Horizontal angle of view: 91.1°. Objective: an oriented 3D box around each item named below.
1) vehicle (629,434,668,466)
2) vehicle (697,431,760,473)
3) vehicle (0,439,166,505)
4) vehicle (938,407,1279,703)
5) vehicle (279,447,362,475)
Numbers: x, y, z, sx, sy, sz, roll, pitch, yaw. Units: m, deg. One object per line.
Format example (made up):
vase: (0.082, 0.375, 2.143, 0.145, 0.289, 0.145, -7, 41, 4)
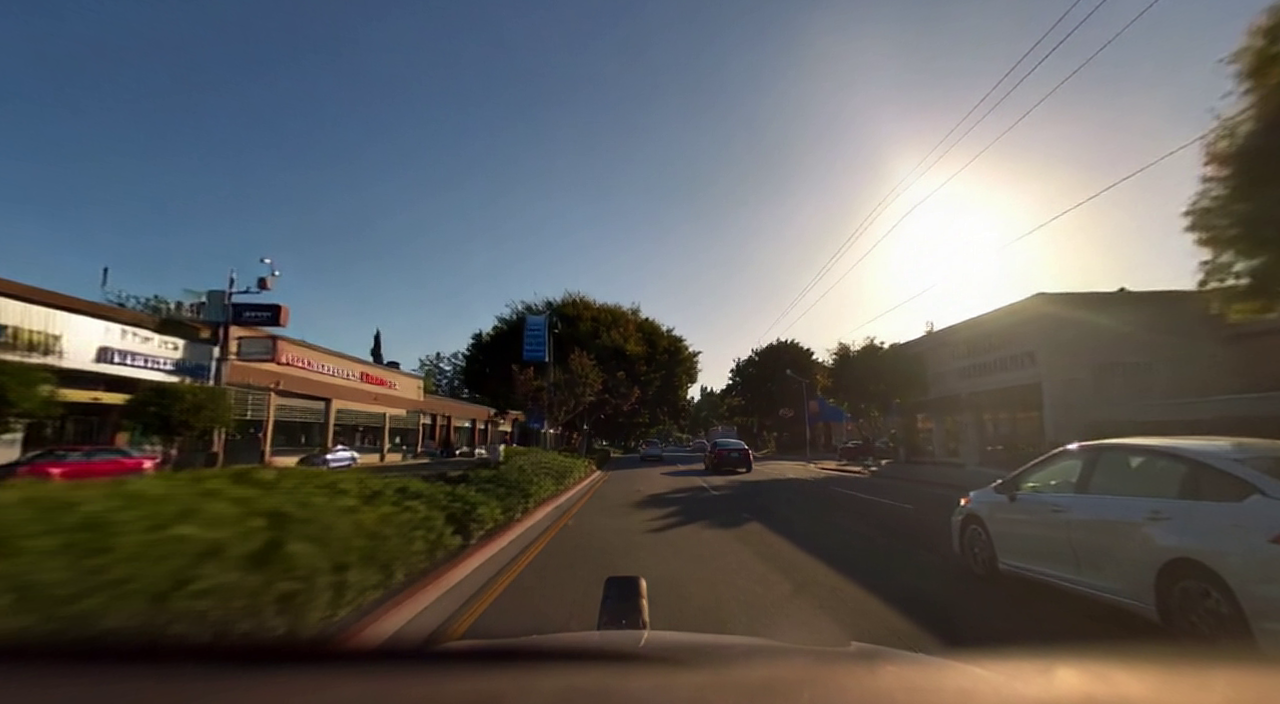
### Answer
vehicle: (0.435, 5.565, 35.853, 2.098, 1.682, 3.778, 0, -8, 0)
vehicle: (3.777, 4.376, 27.595, 2.115, 1.692, 4.189, 0, -8, -1)
vehicle: (-18.899, 3.878, 20.824, 2.488, 1.752, 4.991, -3, -6, 1)
vehicle: (3.911, 1.133, 3.902, 1.908, 1.463, 4.506, 0, -8, 0)
vehicle: (-18.968, 6.485, 37.599, 2.280, 1.489, 5.106, 0, -8, 1)
